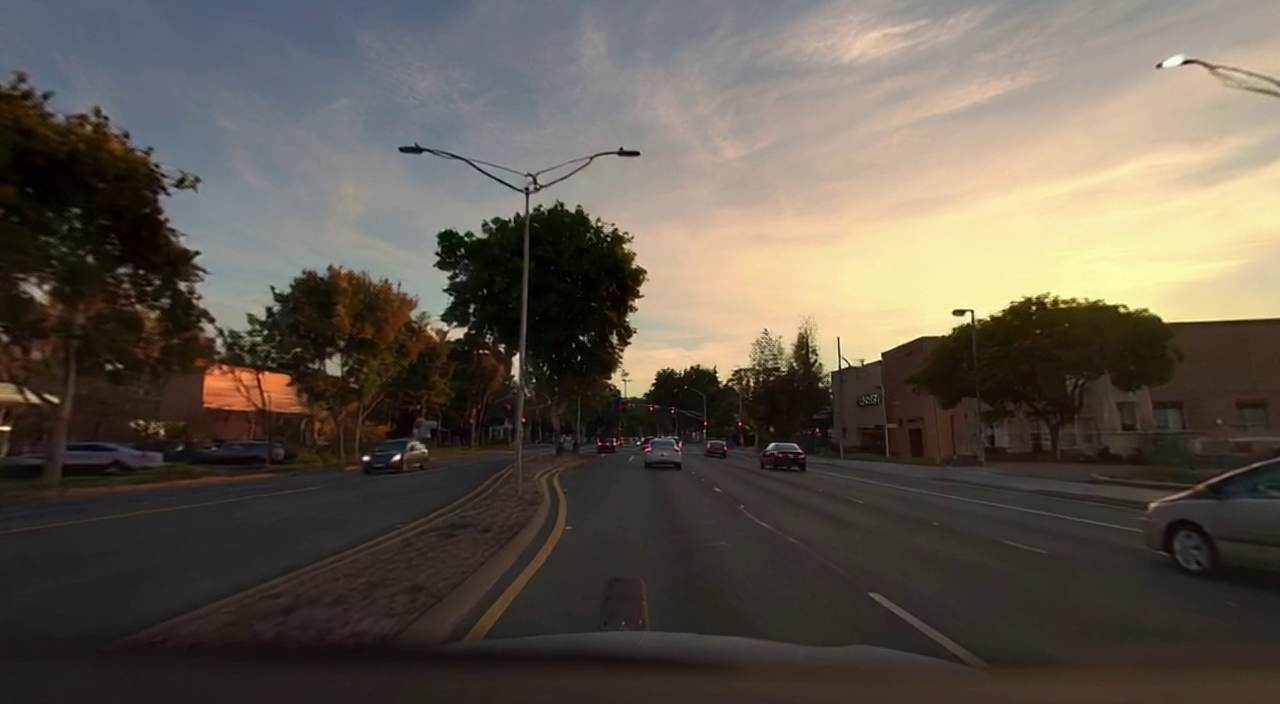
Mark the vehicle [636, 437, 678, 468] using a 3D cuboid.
[{"bbox_3d":[0.817,5.293,33.240,1.971,1.479,4.493,0,-8,-1],"label":"vehicle"}]

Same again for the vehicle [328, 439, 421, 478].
[{"bbox_3d":[-11.124,4.478,26.679,1.984,1.472,4.487,0,-8,0],"label":"vehicle"}]

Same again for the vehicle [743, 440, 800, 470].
[{"bbox_3d":[6.910,5.442,33.466,1.918,1.484,4.456,0,-8,-2],"label":"vehicle"}]

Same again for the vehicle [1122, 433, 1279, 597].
[{"bbox_3d":[6.847,1.395,5.112,1.975,1.488,4.798,0,-8,-1],"label":"vehicle"}]

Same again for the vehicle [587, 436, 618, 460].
[{"bbox_3d":[-2.624,6.767,44.150,2.074,1.575,4.326,0,-8,-4],"label":"vehicle"}]
